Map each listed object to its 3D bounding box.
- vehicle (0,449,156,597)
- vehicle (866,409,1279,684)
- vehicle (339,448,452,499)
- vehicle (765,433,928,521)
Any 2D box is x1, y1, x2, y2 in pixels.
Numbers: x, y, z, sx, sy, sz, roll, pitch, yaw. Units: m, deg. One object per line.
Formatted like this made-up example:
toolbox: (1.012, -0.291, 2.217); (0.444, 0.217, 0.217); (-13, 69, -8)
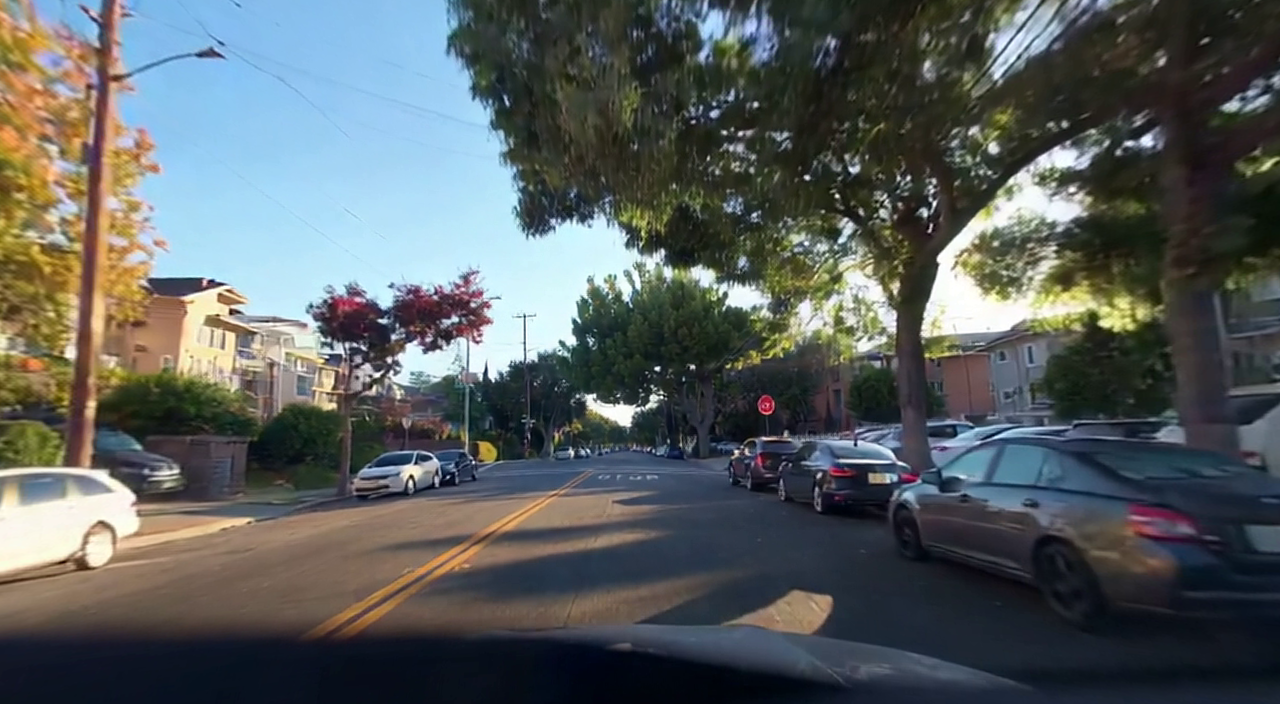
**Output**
vehicle: (-7.843, 1.850, 6.894); (1.962, 1.568, 3.939); (0, -9, 0)
vehicle: (4.053, 1.484, 5.996); (2.133, 1.586, 4.498); (0, -9, 0)
vehicle: (-7.904, 3.941, 20.967); (1.904, 1.488, 4.600); (0, -9, 0)
vehicle: (4.011, 2.503, 13.101); (1.846, 1.506, 4.165); (0, -9, -2)
